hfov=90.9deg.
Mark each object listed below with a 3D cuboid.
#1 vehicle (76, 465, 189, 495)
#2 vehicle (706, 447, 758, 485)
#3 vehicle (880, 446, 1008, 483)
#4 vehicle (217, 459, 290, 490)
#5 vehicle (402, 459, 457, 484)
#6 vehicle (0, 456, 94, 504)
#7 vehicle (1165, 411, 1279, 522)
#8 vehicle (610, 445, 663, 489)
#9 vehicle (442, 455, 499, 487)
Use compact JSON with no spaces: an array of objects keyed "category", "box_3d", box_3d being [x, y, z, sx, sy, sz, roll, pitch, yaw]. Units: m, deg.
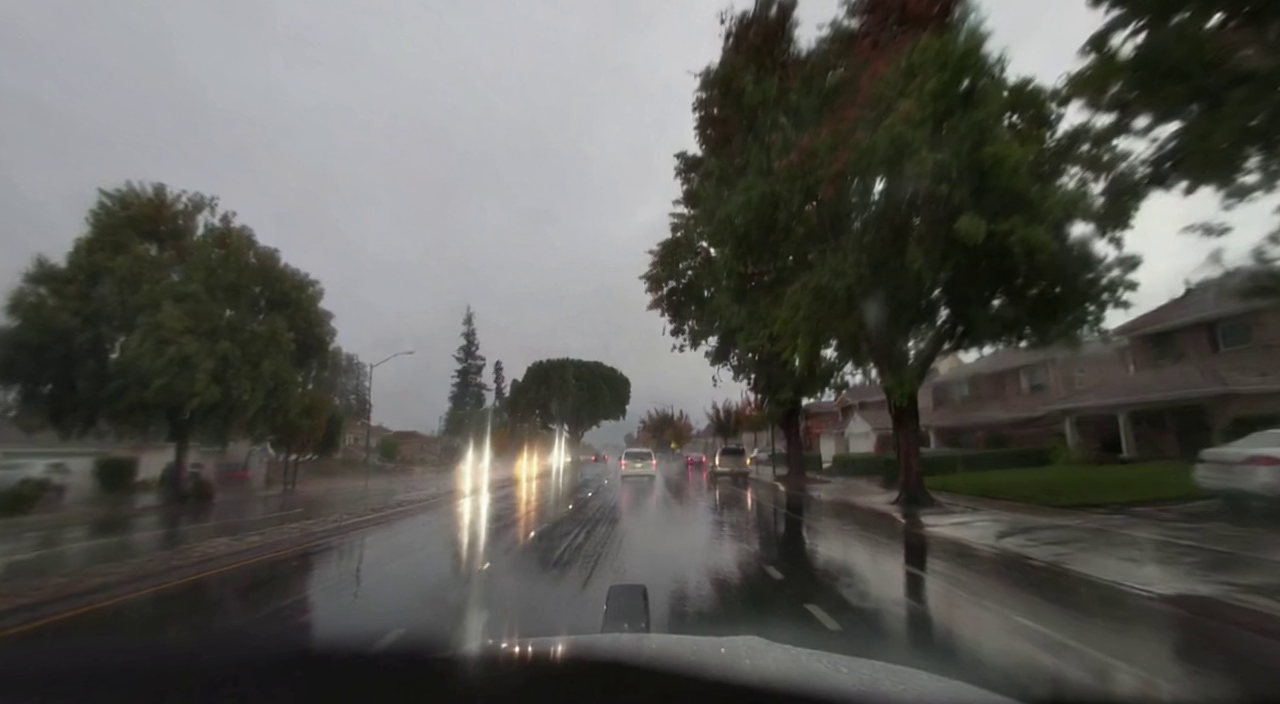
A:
[{"category":"vehicle","box_3d":[-26.807,6.747,33.389,4.416,1.449,1.833,0,-8,1]},{"category":"vehicle","box_3d":[4.485,5.587,31.284,1.992,1.695,4.101,0,-8,1]},{"category":"vehicle","box_3d":[12.546,4.647,26.215,4.297,1.478,1.866,0,-8,0]},{"category":"vehicle","box_3d":[-25.159,7.933,41.204,1.786,1.444,4.545,-4,-6,2]},{"category":"vehicle","box_3d":[-14.222,8.115,42.958,2.138,1.484,4.604,0,-8,0]},{"category":"vehicle","box_3d":[-25.812,5.299,26.355,4.032,1.790,1.925,1,-8,0]},{"category":"vehicle","box_3d":[12.806,2.002,11.229,4.888,1.773,2.245,0,-8,-2]},{"category":"vehicle","box_3d":[-0.132,4.752,26.408,2.024,1.655,4.301,0,-8,0]},{"category":"vehicle","box_3d":[-9.040,6.342,33.977,2.063,1.493,4.447,0,-8,-3]}]
